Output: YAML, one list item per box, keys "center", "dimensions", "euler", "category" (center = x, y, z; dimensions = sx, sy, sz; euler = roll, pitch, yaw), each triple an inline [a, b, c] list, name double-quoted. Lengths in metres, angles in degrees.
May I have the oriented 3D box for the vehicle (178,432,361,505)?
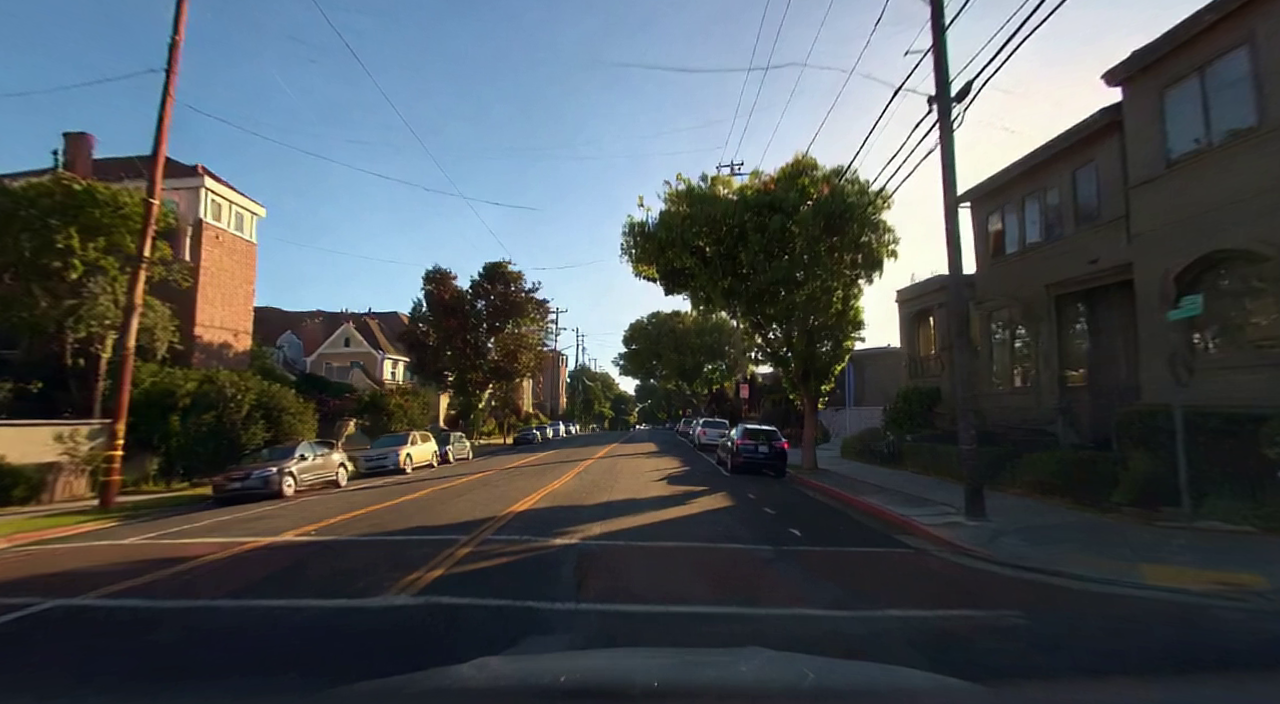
- center: [-9.514, 3.009, 16.778]
  dimensions: [1.926, 1.652, 4.527]
  euler: [-1, -8, 3]
  category: "vehicle"

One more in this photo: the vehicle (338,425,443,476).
- center: [-9.339, 3.714, 24.102]
  dimensions: [2.061, 1.748, 4.316]
  euler: [-1, -8, 3]
  category: "vehicle"

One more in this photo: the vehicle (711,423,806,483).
- center: [3.717, 3.203, 20.719]
  dimensions: [2.089, 1.638, 4.628]
  euler: [0, -5, -2]
  category: "vehicle"

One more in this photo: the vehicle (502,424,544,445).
- center: [-8.704, 6.243, 47.363]
  dimensions: [2.208, 1.508, 4.590]
  euler: [0, -8, 1]
  category: "vehicle"
